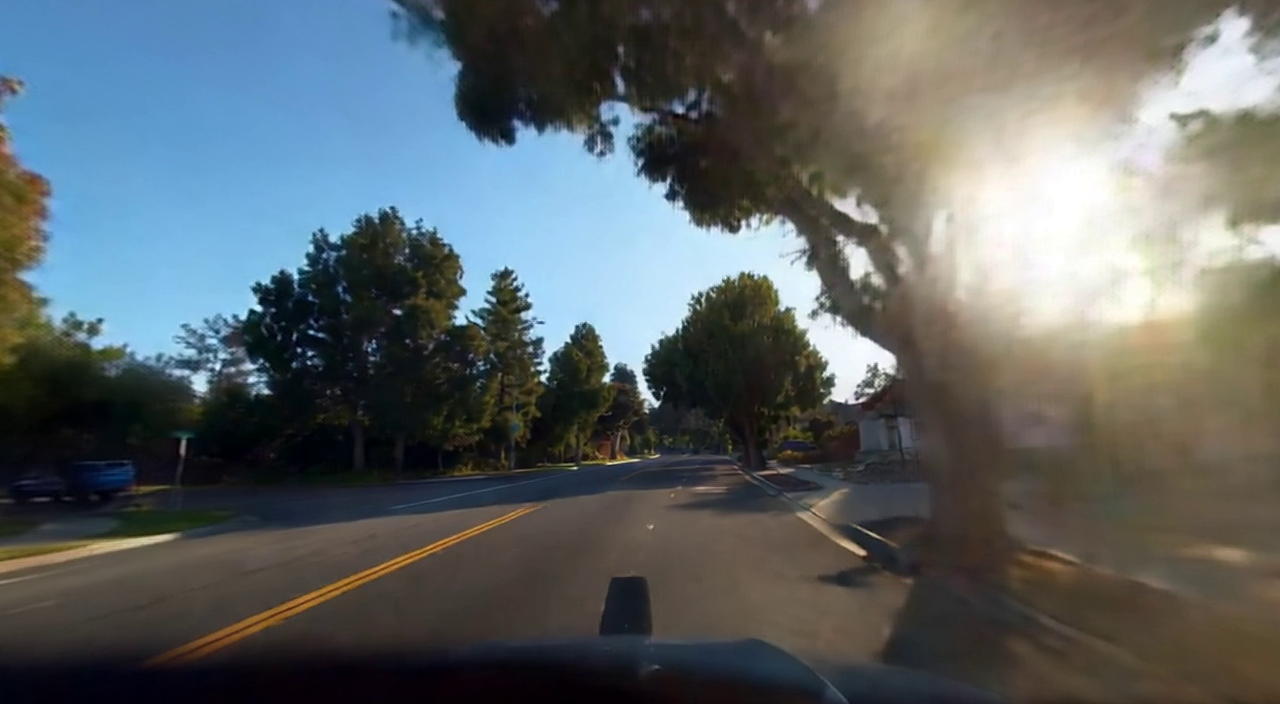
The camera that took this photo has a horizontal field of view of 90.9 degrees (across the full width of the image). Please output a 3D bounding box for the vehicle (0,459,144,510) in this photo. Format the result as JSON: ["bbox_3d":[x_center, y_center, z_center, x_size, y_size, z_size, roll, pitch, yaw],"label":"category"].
[{"bbox_3d":[-19.674,4.475,21.375,4.270,1.481,1.972,-3,-9,8],"label":"vehicle"}]
